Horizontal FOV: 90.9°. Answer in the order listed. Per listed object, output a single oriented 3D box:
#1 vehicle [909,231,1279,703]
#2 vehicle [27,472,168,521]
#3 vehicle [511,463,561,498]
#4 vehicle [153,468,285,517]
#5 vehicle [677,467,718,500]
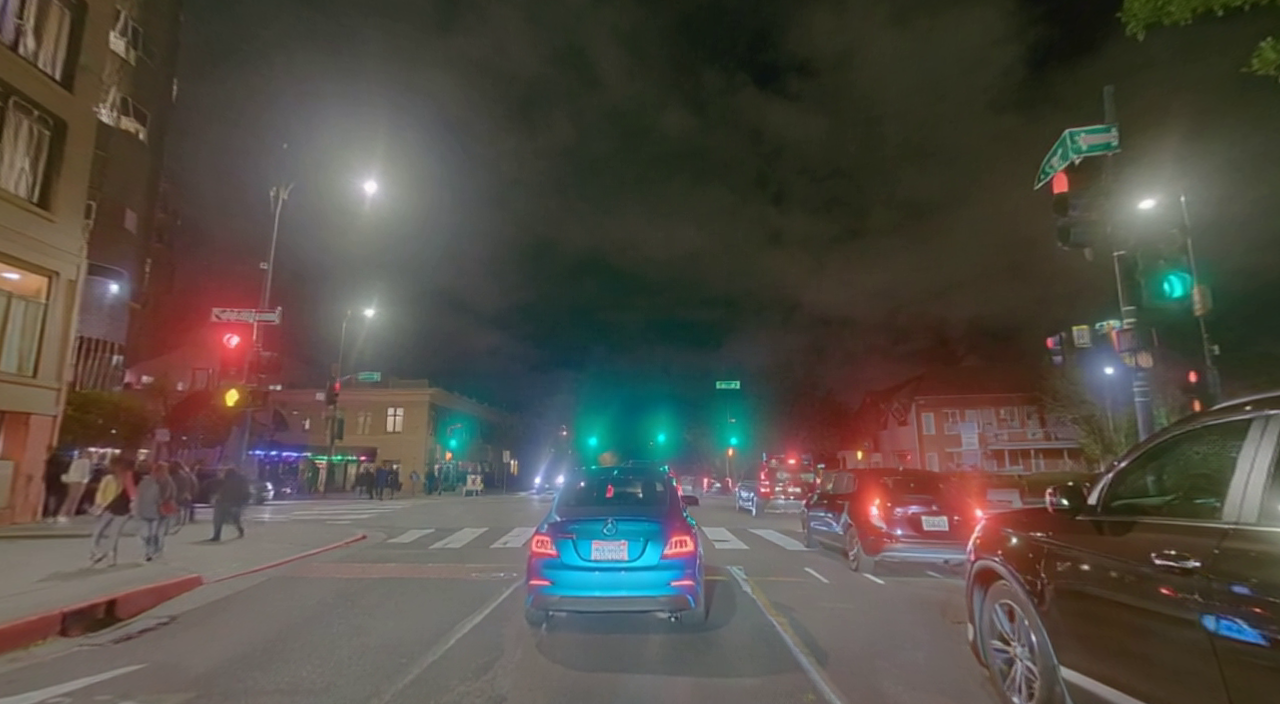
[{"bbox_3d":[3.217,0.545,1.266,2.632,1.979,6.096,0,-9,0],"label":"vehicle"},{"bbox_3d":[-25.486,6.771,29.740,4.588,2.048,2.110,0,-9,0],"label":"vehicle"},{"bbox_3d":[-6.330,7.878,39.009,2.226,1.896,4.438,-1,-9,1],"label":"vehicle"},{"bbox_3d":[-19.773,6.592,29.738,4.750,2.083,2.002,-1,-9,3],"label":"vehicle"},{"bbox_3d":[3.480,8.051,38.819,1.908,1.741,4.066,0,-9,-3],"label":"vehicle"}]
